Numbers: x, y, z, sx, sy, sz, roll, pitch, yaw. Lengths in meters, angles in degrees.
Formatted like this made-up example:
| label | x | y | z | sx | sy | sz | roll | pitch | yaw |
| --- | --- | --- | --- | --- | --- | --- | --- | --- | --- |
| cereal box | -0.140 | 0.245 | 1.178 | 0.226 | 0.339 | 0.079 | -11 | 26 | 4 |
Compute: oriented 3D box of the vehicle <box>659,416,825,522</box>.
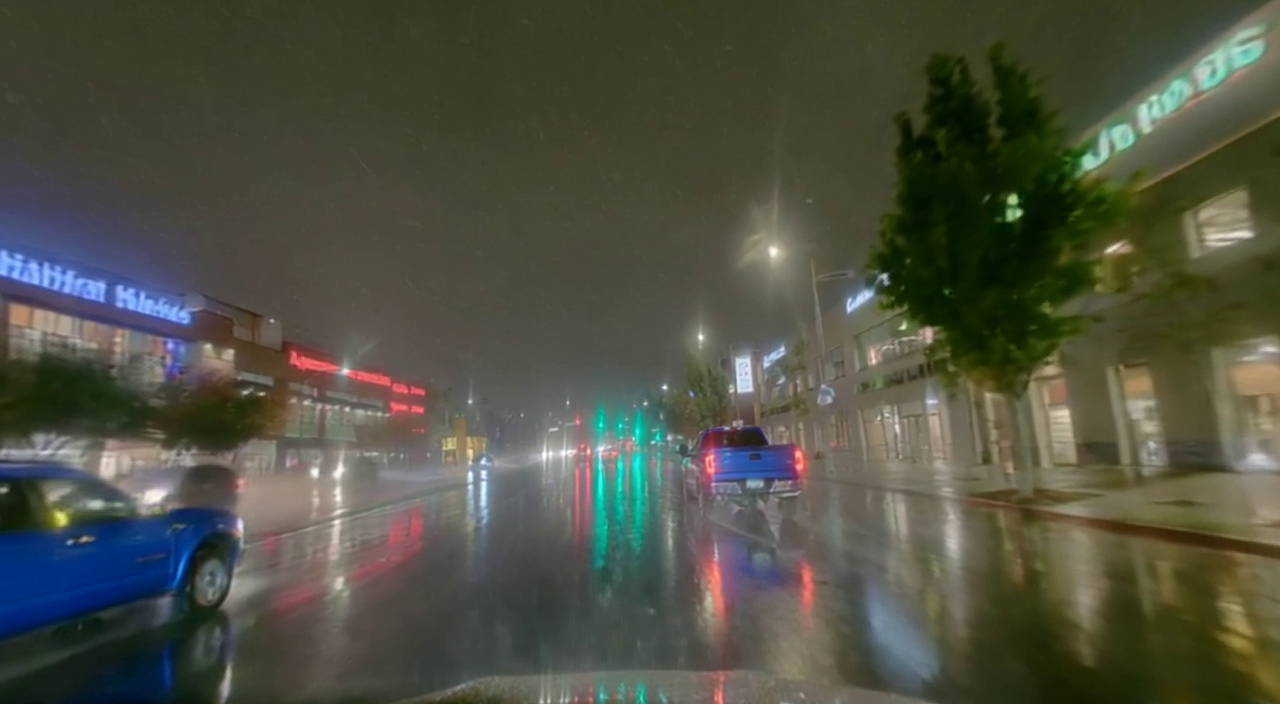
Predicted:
| label | x | y | z | sx | sy | sz | roll | pitch | yaw |
| --- | --- | --- | --- | --- | --- | --- | --- | --- | --- |
| vehicle | 1.984 | 2.589 | 14.620 | 2.590 | 1.932 | 5.776 | 0 | -8 | -3 |

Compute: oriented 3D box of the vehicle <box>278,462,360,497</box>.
| label | x | y | z | sx | sy | sz | roll | pitch | yaw |
| --- | --- | --- | --- | --- | --- | --- | --- | --- | --- |
| vehicle | -15.585 | 6.171 | 30.959 | 1.826 | 1.455 | 4.412 | 0 | -8 | -2 |

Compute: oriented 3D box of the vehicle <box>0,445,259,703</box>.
| label | x | y | z | sx | sy | sz | roll | pitch | yaw |
| --- | --- | --- | --- | --- | --- | --- | --- | --- | --- |
| vehicle | -4.037 | 1.156 | 2.908 | 1.888 | 1.424 | 4.553 | 0 | -8 | -2 |
